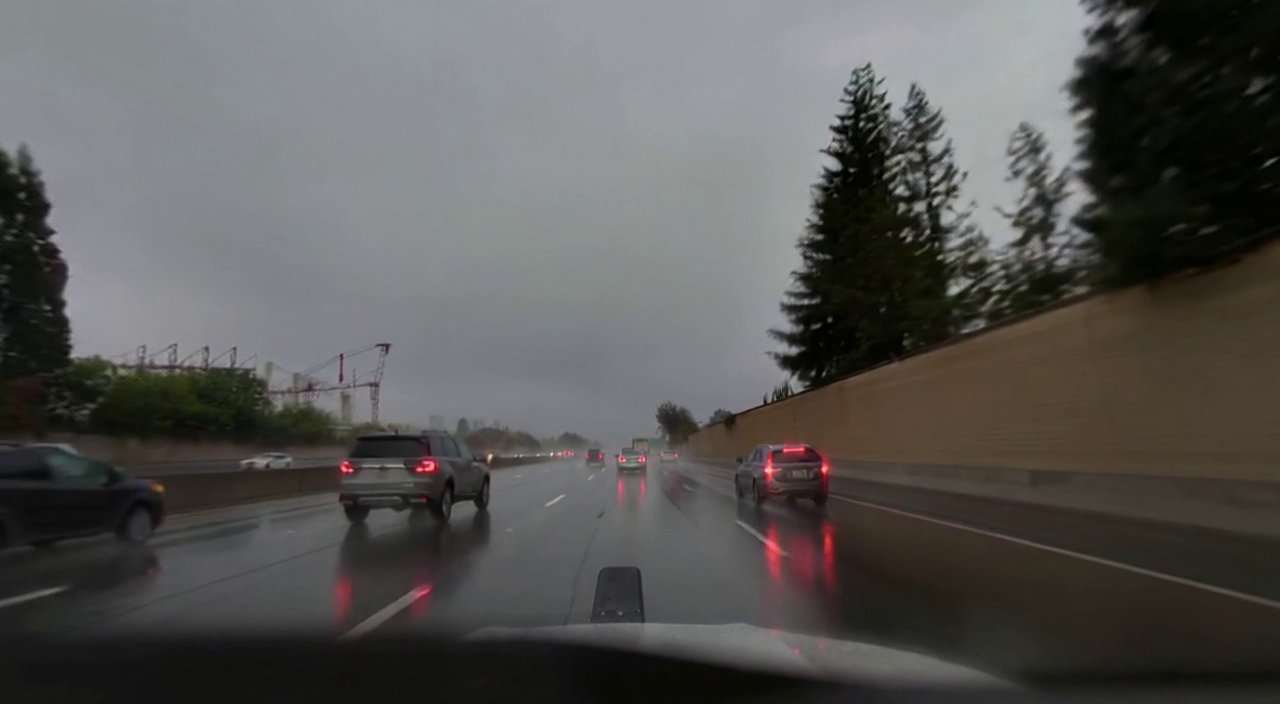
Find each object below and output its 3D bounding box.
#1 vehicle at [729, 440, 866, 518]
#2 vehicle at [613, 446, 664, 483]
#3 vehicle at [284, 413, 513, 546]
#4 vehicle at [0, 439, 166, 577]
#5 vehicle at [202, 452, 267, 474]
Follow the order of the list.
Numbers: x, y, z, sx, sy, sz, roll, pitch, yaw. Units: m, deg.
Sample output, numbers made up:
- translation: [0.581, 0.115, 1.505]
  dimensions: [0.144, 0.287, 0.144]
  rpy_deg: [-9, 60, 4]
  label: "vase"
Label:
- translation: [3.442, 2.845, 14.773]
  dimensions: [1.917, 1.507, 4.540]
  rpy_deg: [0, -9, -2]
  label: "vehicle"
- translation: [-0.101, 4.831, 27.431]
  dimensions: [2.045, 1.452, 4.040]
  rpy_deg: [0, -9, -1]
  label: "vehicle"
- translation: [-3.681, 2.041, 10.715]
  dimensions: [2.121, 1.775, 4.335]
  rpy_deg: [0, -9, 0]
  label: "vehicle"
- translation: [-7.847, 1.702, 6.937]
  dimensions: [1.908, 1.476, 4.342]
  rpy_deg: [0, -9, 0]
  label: "vehicle"
- translation: [-31.479, 8.606, 49.220]
  dimensions: [1.940, 1.670, 4.764]
  rpy_deg: [0, -9, 0]
  label: "vehicle"
